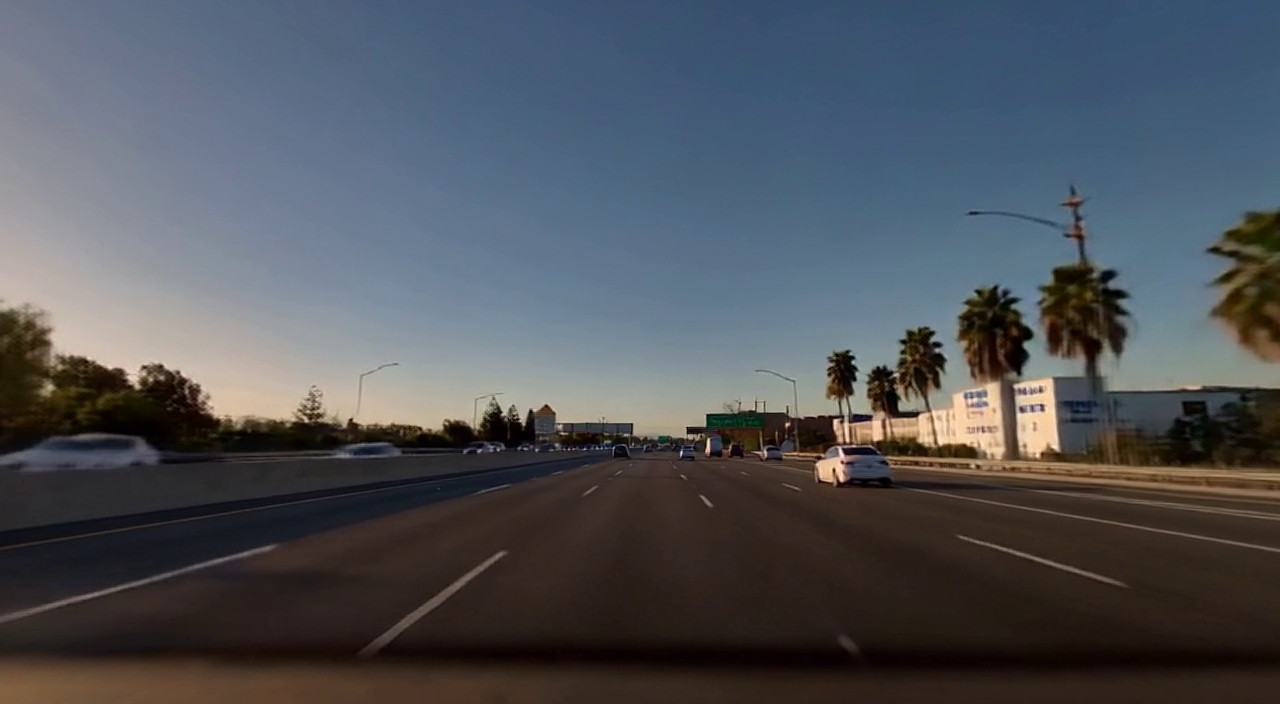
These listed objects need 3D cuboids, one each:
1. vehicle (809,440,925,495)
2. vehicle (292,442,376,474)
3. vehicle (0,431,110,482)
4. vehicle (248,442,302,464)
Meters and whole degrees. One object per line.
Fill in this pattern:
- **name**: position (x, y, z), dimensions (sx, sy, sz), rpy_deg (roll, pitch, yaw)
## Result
- **vehicle**: position (7.177, 3.686, 20.575), dimensions (2.071, 1.543, 4.702), rpy_deg (0, -8, 1)
- **vehicle**: position (-15.109, 5.245, 31.411), dimensions (1.789, 1.486, 4.434), rpy_deg (-1, -8, 3)
- **vehicle**: position (-22.180, 3.739, 22.675), dimensions (2.007, 1.687, 4.700), rpy_deg (0, -8, 2)
- **vehicle**: position (-28.400, 7.862, 49.230), dimensions (1.760, 1.564, 3.931), rpy_deg (-1, -8, 2)
